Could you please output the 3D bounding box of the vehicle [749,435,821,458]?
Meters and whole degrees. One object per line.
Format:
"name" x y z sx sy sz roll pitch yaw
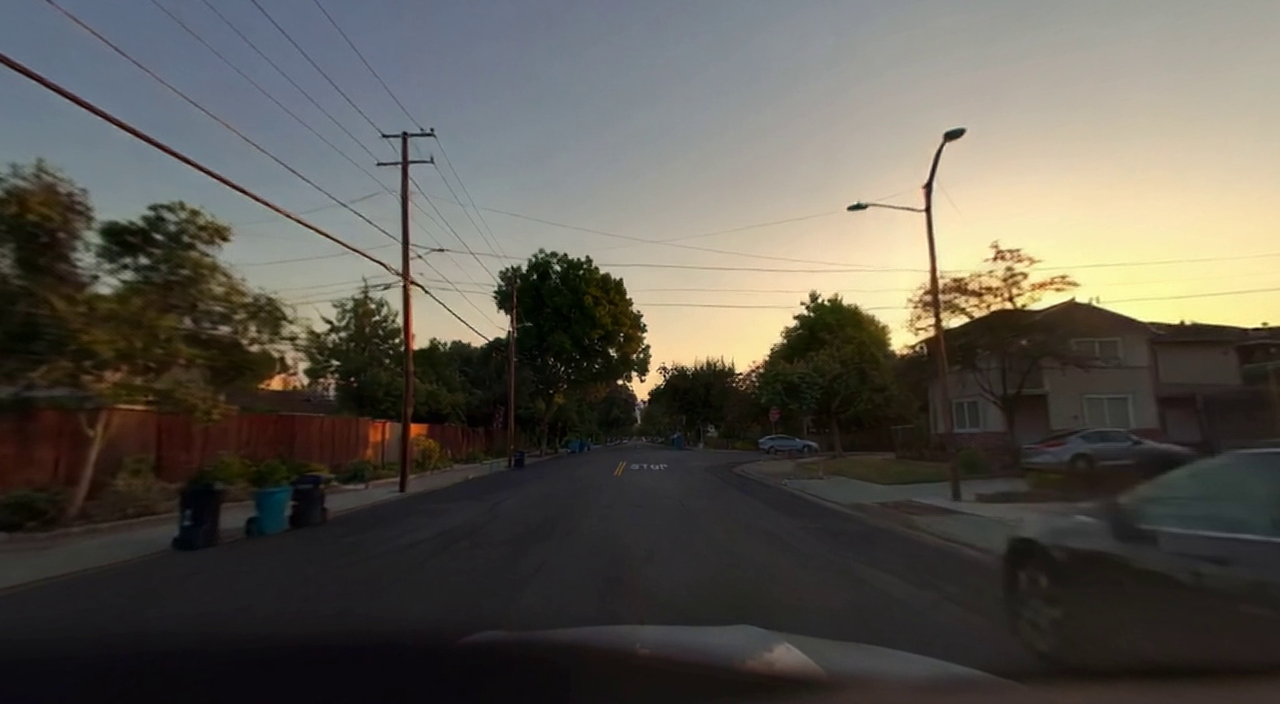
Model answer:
"vehicle" 9.875 6.453 43.103 4.452 1.482 2.017 4 -9 -25

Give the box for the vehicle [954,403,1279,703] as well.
"vehicle" 3.550 1.000 2.693 2.012 1.531 4.557 0 -8 -1
